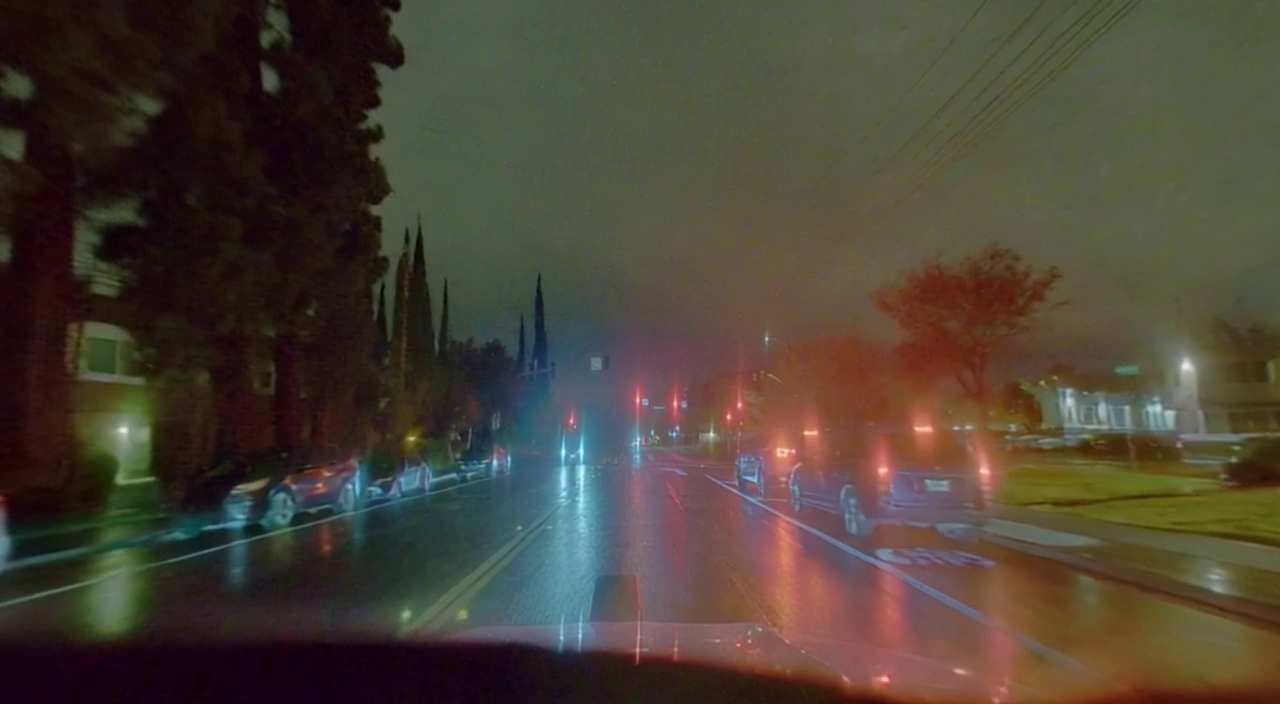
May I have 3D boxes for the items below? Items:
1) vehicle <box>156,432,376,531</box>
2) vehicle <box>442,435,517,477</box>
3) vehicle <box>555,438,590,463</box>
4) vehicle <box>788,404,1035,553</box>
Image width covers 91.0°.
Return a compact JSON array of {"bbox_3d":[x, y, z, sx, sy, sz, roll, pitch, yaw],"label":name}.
[{"bbox_3d":[-7.577,2.631,13.445,1.994,1.718,4.518,0,-8,-2],"label":"vehicle"},{"bbox_3d":[-7.497,4.931,30.068,2.150,1.766,5.483,-1,-8,0],"label":"vehicle"},{"bbox_3d":[-4.519,6.515,41.758,1.971,1.497,4.285,1,-9,-10],"label":"vehicle"},{"bbox_3d":[3.822,1.856,9.902,1.908,1.788,4.397,0,-8,0],"label":"vehicle"}]
